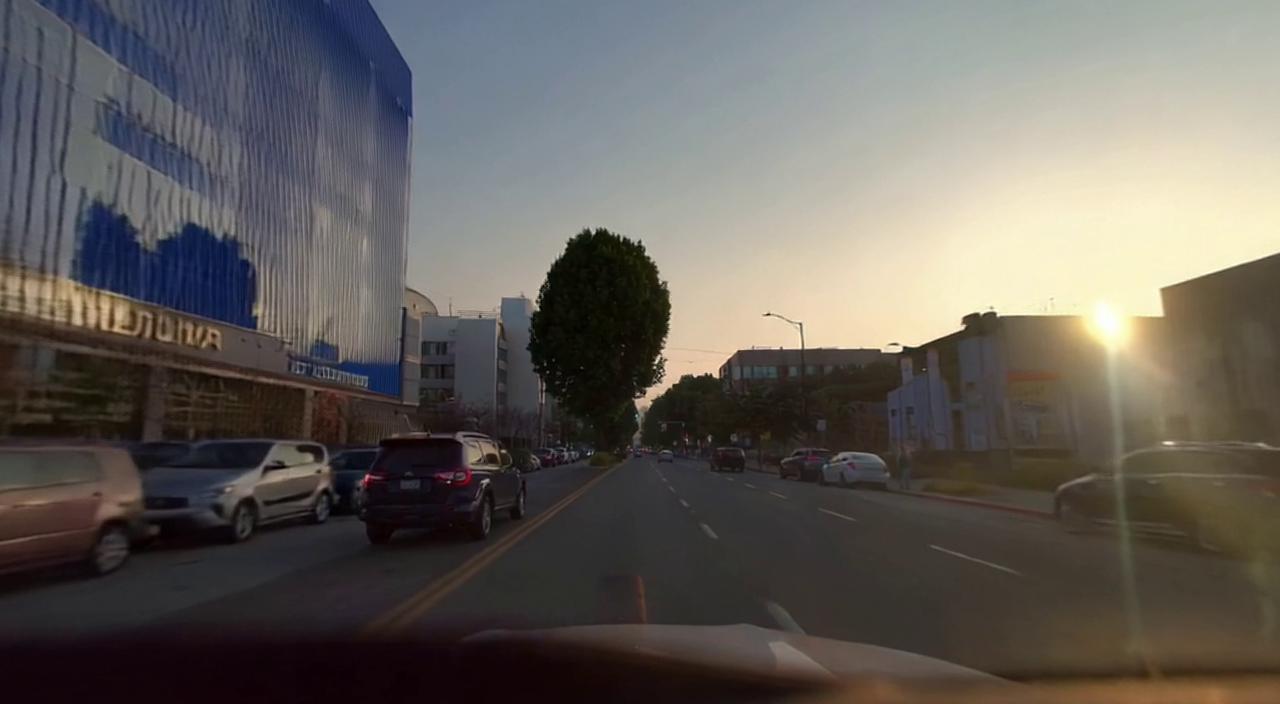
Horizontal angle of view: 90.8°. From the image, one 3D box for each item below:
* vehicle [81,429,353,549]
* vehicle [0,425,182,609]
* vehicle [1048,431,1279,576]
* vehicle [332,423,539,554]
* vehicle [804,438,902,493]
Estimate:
[{"bbox_3d":[-7.103,2.370,11.304,1.880,1.713,4.172,0,-10,1],"label":"vehicle"},{"bbox_3d":[-7.014,1.546,5.845,1.860,1.723,4.950,0,-8,-1],"label":"vehicle"},{"bbox_3d":[9.279,2.303,10.120,2.167,1.839,4.970,4,-8,0],"label":"vehicle"},{"bbox_3d":[-3.133,2.170,10.822,2.002,1.756,4.366,0,-8,1],"label":"vehicle"},{"bbox_3d":[9.121,4.884,27.728,2.249,2.117,5.743,0,-8,0],"label":"vehicle"}]
